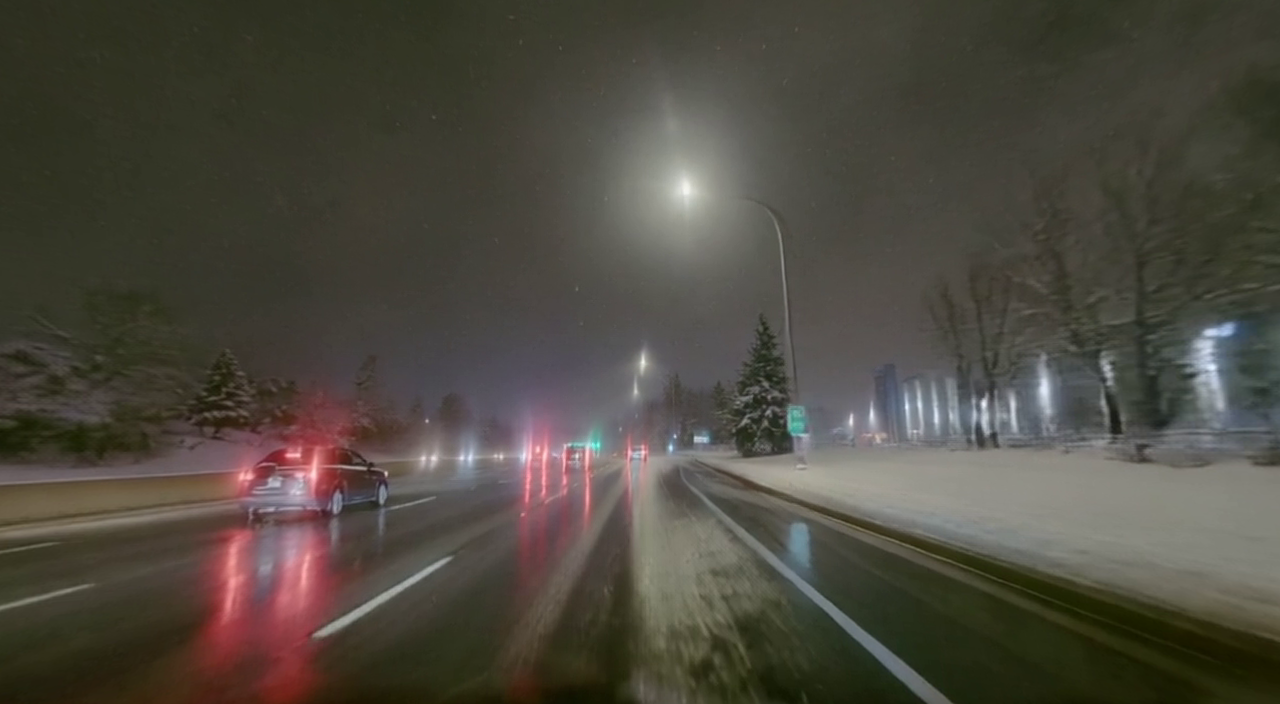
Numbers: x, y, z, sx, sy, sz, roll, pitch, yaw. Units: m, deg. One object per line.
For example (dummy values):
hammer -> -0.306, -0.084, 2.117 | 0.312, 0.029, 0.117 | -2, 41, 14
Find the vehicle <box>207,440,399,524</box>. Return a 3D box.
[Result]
vehicle -> -7.745, 2.988, 15.127 | 2.071, 1.661, 4.540 | -1, -8, 0

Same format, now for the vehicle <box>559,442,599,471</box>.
vehicle -> -3.983, 6.915, 41.880 | 2.158, 1.717, 4.375 | -1, -8, 1
